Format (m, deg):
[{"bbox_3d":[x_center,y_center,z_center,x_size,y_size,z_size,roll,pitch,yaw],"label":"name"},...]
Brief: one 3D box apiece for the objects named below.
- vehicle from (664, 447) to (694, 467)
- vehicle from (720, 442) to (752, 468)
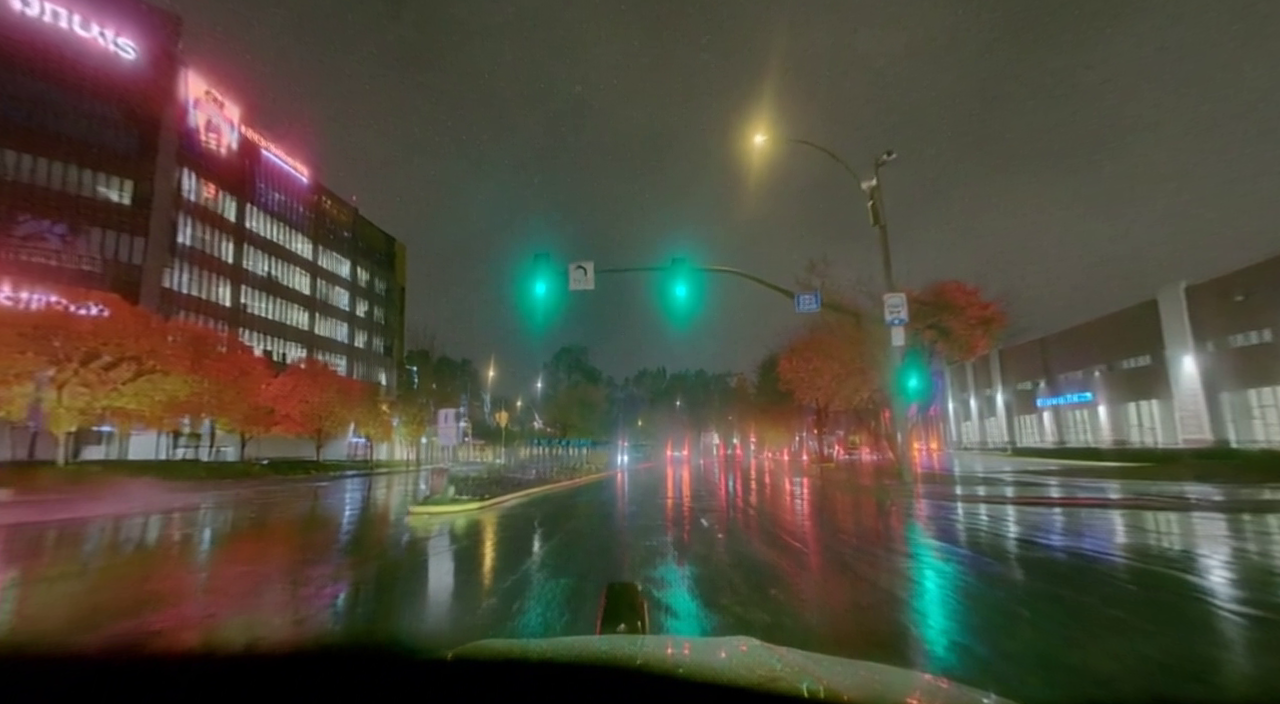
[{"bbox_3d":[3.135,8.291,49.855,2.014,1.525,4.197,-1,-9,8],"label":"vehicle"},{"bbox_3d":[7.002,7.578,46.471,2.174,1.749,4.739,-1,-9,7],"label":"vehicle"}]
